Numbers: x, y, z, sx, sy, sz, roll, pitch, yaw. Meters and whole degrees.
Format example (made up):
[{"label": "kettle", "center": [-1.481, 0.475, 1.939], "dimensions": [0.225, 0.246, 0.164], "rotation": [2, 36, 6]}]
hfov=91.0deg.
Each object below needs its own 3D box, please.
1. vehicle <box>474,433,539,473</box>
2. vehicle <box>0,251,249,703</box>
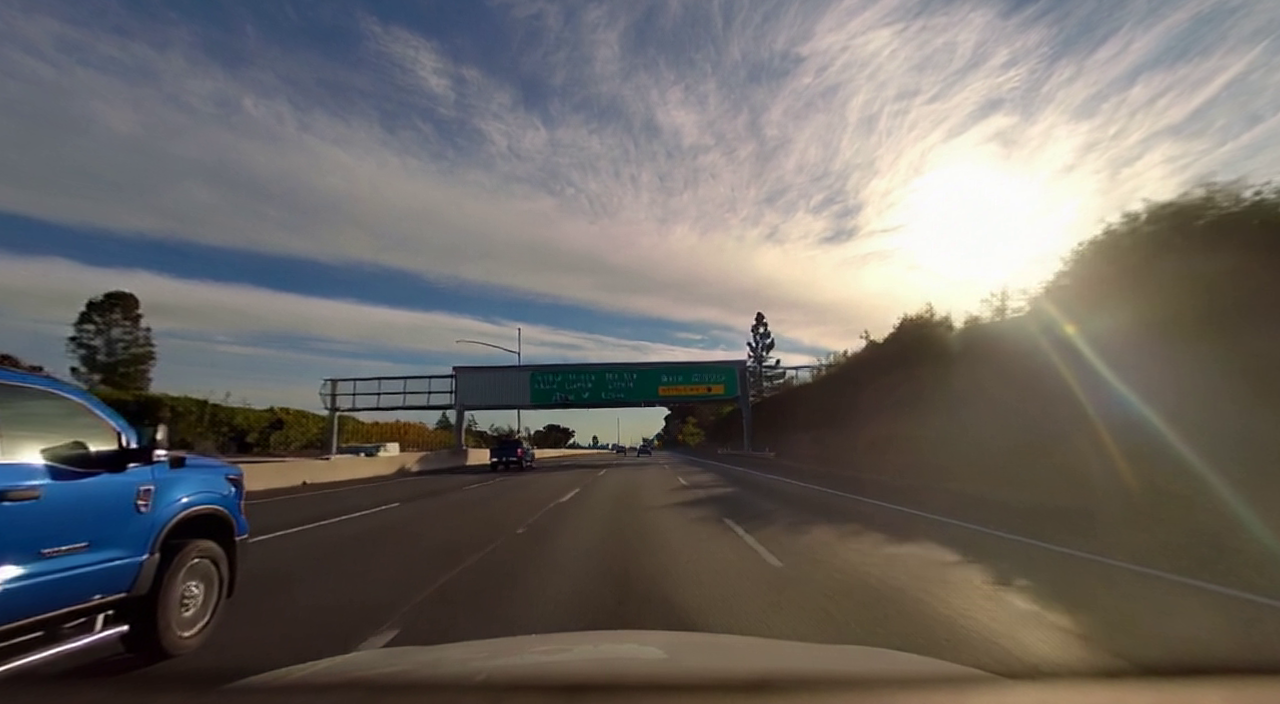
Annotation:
[{"label": "vehicle", "center": [-7.003, 5.357, 33.636], "dimensions": [2.260, 1.917, 5.499], "rotation": [0, -9, 0]}, {"label": "vehicle", "center": [-3.663, 0.375, 0.790], "dimensions": [2.339, 2.004, 6.171], "rotation": [0, -9, 0]}]
